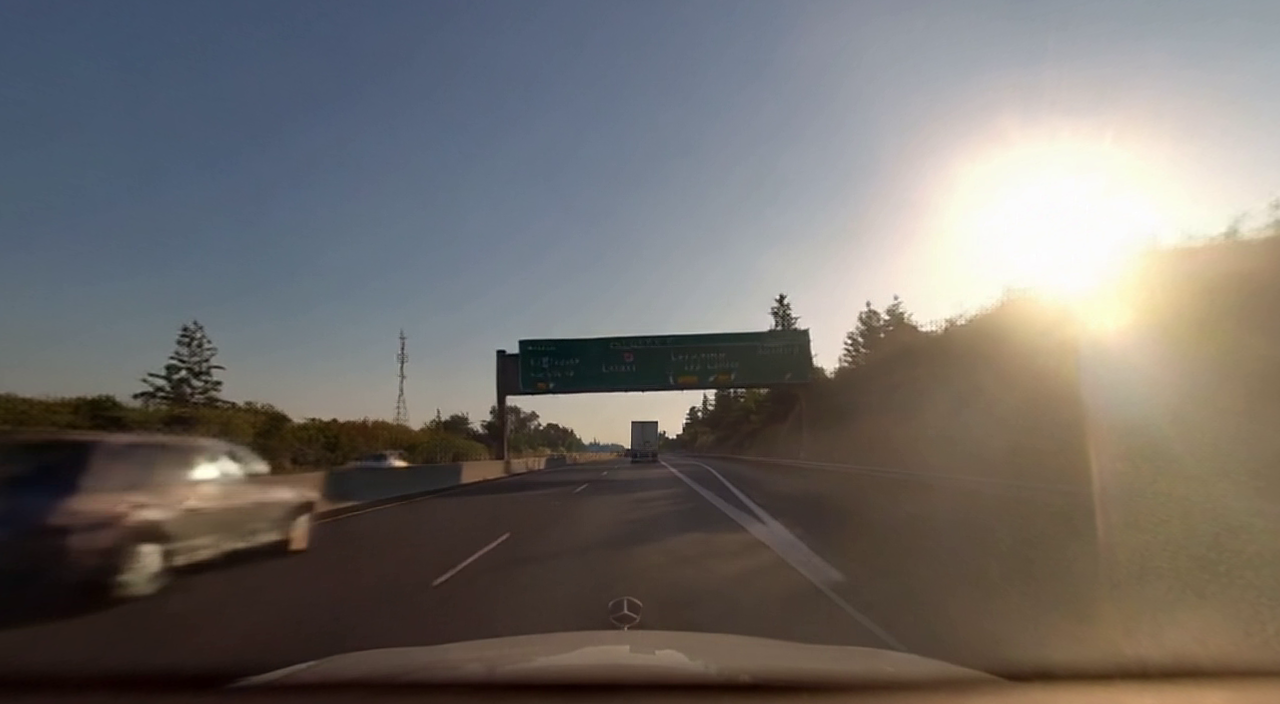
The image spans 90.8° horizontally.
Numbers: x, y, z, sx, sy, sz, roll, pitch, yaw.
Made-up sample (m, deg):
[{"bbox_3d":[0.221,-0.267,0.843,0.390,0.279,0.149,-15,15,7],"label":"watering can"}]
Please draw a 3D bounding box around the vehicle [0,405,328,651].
[{"bbox_3d":[-5.283,1.467,5.997,2.016,1.636,4.964,0,-9,1],"label":"vehicle"}]

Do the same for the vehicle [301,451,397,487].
[{"bbox_3d":[-13.101,5.261,28.772,2.100,1.468,4.684,0,-9,1],"label":"vehicle"}]
